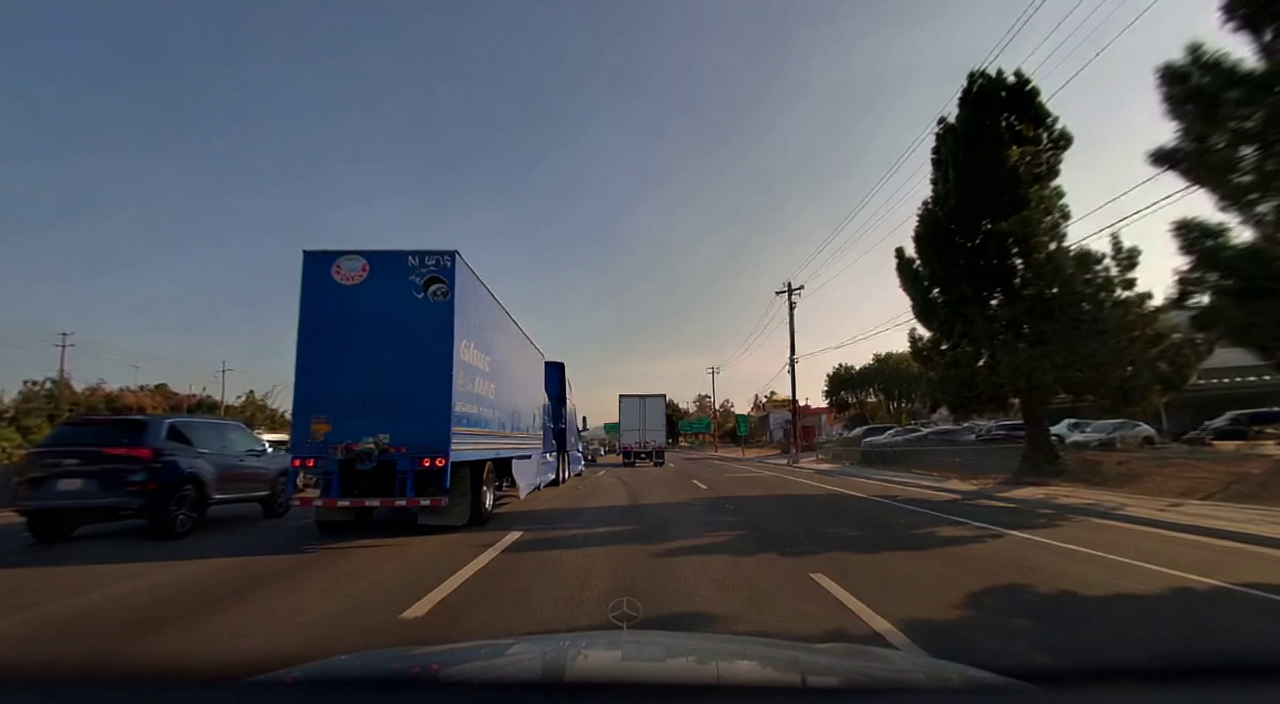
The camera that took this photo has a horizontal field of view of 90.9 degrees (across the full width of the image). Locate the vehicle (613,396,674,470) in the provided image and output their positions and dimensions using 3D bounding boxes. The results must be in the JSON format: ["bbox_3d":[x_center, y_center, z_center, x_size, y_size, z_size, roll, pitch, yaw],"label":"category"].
[{"bbox_3d":[0.119,4.708,35.752,2.941,3.604,9.851,0,-9,-1],"label":"vehicle"}]

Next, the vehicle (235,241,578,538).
[{"bbox_3d":[-3.887,1.628,16.454,2.875,4.083,15.756,0,-9,0],"label":"vehicle"}]

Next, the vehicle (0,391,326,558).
[{"bbox_3d":[-7.447,1.797,9.924,2.168,1.897,5.308,0,-9,1],"label":"vehicle"}]
